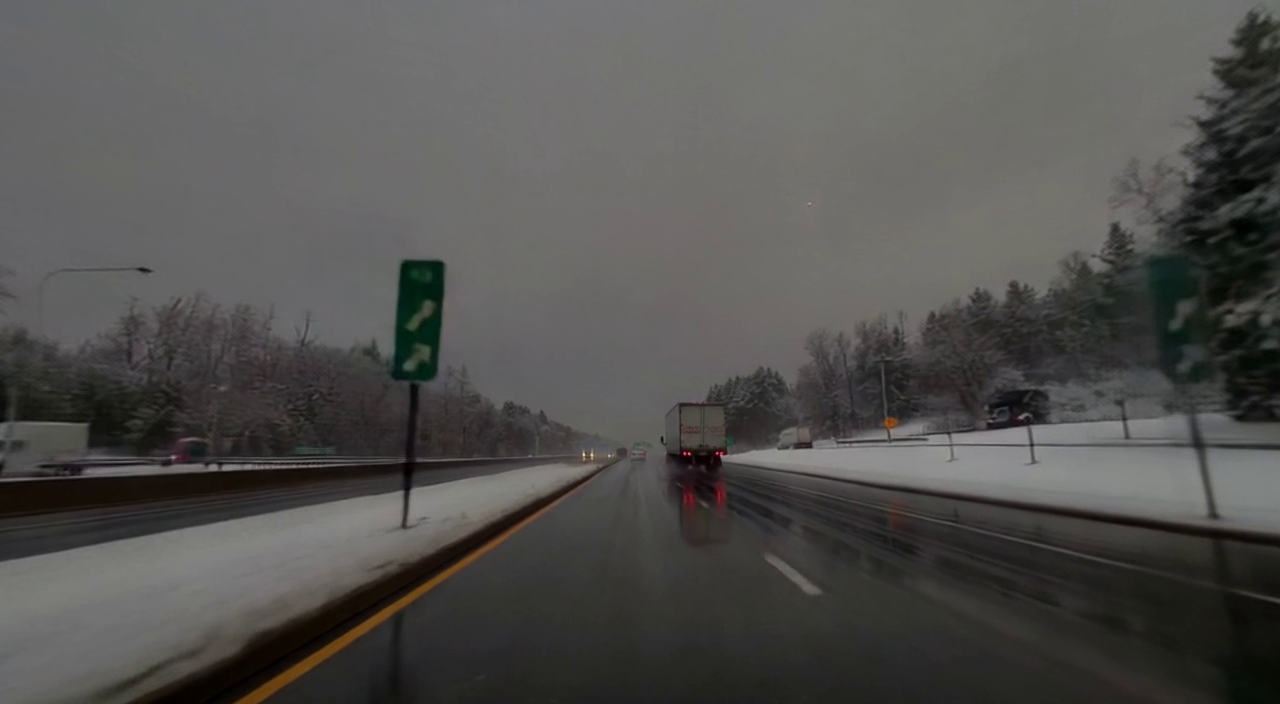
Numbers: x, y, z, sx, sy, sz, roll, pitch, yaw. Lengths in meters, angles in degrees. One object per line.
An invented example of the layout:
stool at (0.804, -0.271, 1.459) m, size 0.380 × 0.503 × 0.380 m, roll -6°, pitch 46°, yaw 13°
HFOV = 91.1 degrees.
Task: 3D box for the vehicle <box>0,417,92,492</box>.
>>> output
vehicle at (-28.416, 4.693, 28.589) m, size 2.809 × 2.981 × 7.530 m, roll 3°, pitch -10°, yaw -23°

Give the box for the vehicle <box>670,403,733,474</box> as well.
vehicle at (3.946, 6.110, 43.779) m, size 3.185 × 4.154 × 12.638 m, roll 0°, pitch -9°, yaw 0°
